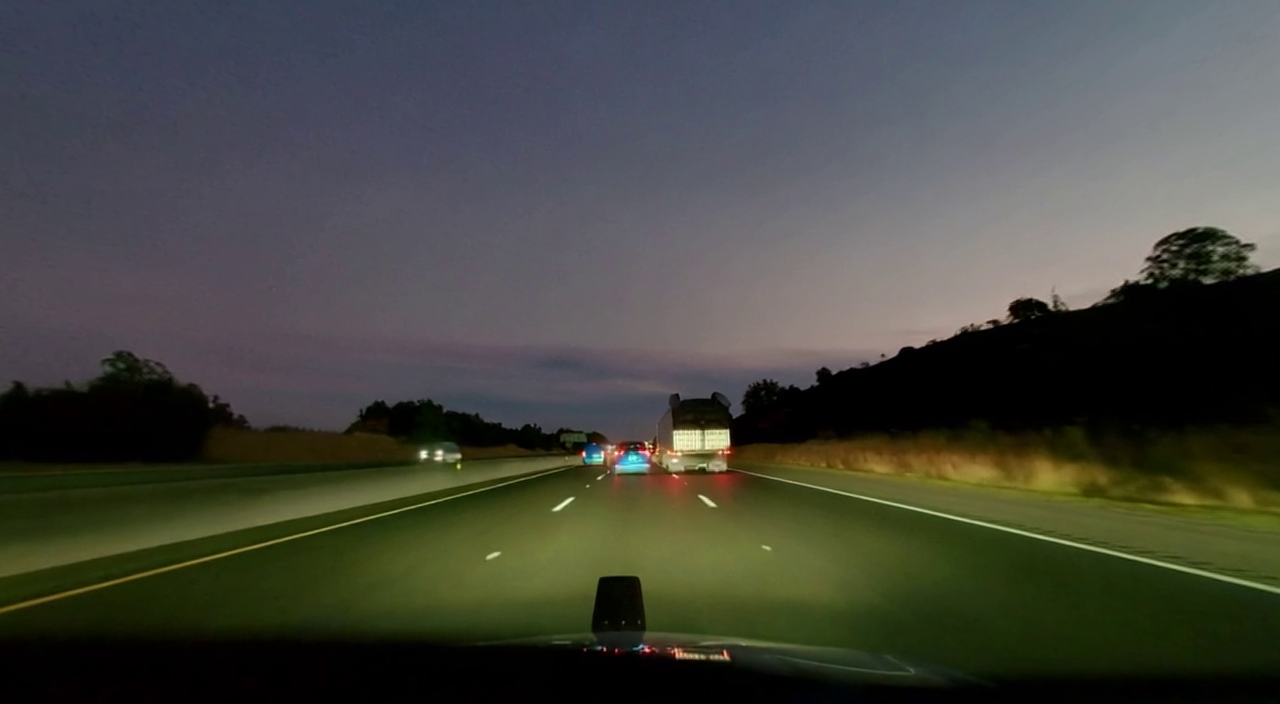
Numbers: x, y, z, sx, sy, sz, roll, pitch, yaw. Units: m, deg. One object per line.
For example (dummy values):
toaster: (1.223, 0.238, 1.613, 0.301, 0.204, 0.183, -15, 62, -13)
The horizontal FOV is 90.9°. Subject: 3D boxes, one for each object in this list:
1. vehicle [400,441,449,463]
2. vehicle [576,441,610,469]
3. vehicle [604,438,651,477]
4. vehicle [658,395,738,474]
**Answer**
vehicle: (-15.457, 7.214, 45.526, 1.930, 1.488, 4.446, 0, -9, 0)
vehicle: (-3.599, 7.993, 49.044, 2.167, 1.991, 5.062, 0, -9, 1)
vehicle: (-0.598, 5.348, 32.141, 2.209, 1.825, 4.036, 0, -9, 0)
vehicle: (3.233, 5.518, 40.848, 3.468, 4.030, 16.902, 0, -9, 0)
